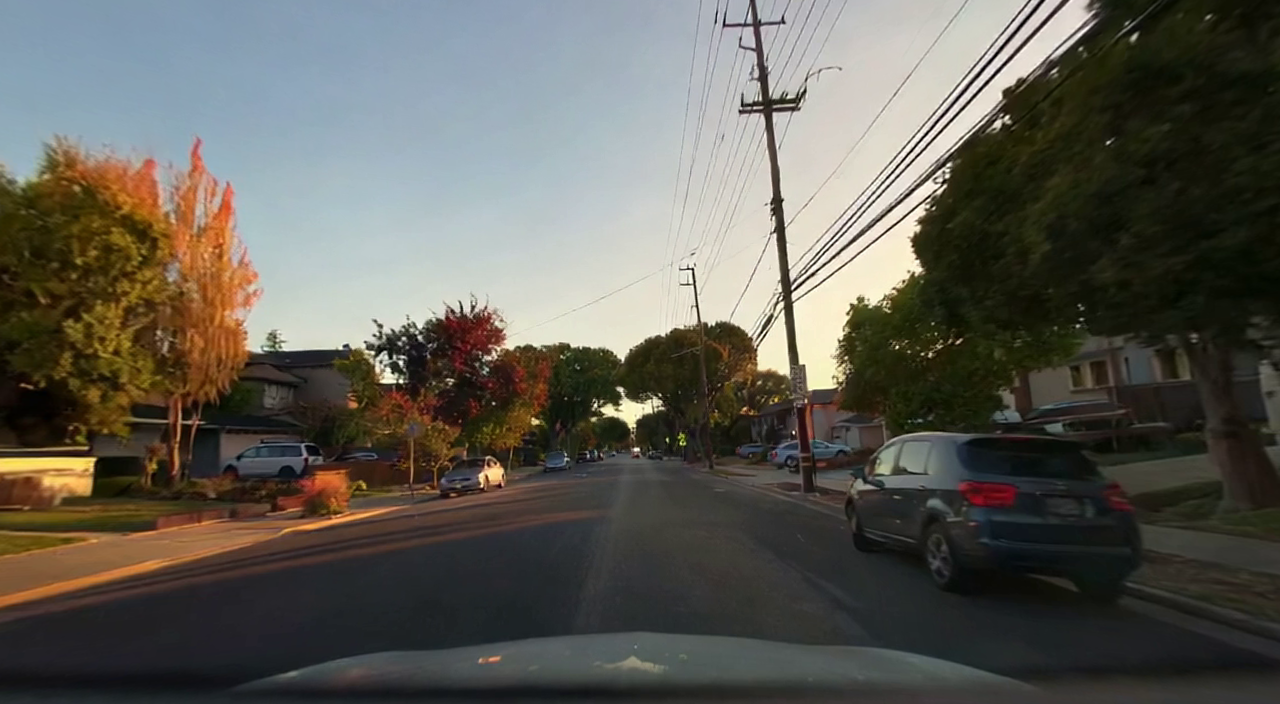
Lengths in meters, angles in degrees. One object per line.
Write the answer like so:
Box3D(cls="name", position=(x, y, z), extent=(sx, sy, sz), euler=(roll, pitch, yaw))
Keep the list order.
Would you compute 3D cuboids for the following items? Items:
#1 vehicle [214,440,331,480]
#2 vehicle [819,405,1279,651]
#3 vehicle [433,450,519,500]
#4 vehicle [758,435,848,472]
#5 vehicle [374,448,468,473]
Box3D(cls="vehicle", position=(-17.134, 5.052, 29.663), extent=(4.123, 1.787, 2.194), euler=(1, -9, -6))
Box3D(cls="vehicle", position=(3.684, 1.580, 6.780), extent=(2.091, 1.731, 4.410), euler=(0, -9, -2))
Box3D(cls="vehicle", position=(-6.175, 4.666, 24.391), extent=(2.022, 1.550, 4.669), euler=(-4, -9, 0))
Box3D(cls="vehicle", position=(10.079, 6.285, 39.202), extent=(4.822, 1.864, 2.100), euler=(-4, -8, -5))
Box3D(cls="vehicle", position=(-14.382, 7.160, 41.755), extent=(5.395, 1.615, 2.132), euler=(0, -9, -1))
